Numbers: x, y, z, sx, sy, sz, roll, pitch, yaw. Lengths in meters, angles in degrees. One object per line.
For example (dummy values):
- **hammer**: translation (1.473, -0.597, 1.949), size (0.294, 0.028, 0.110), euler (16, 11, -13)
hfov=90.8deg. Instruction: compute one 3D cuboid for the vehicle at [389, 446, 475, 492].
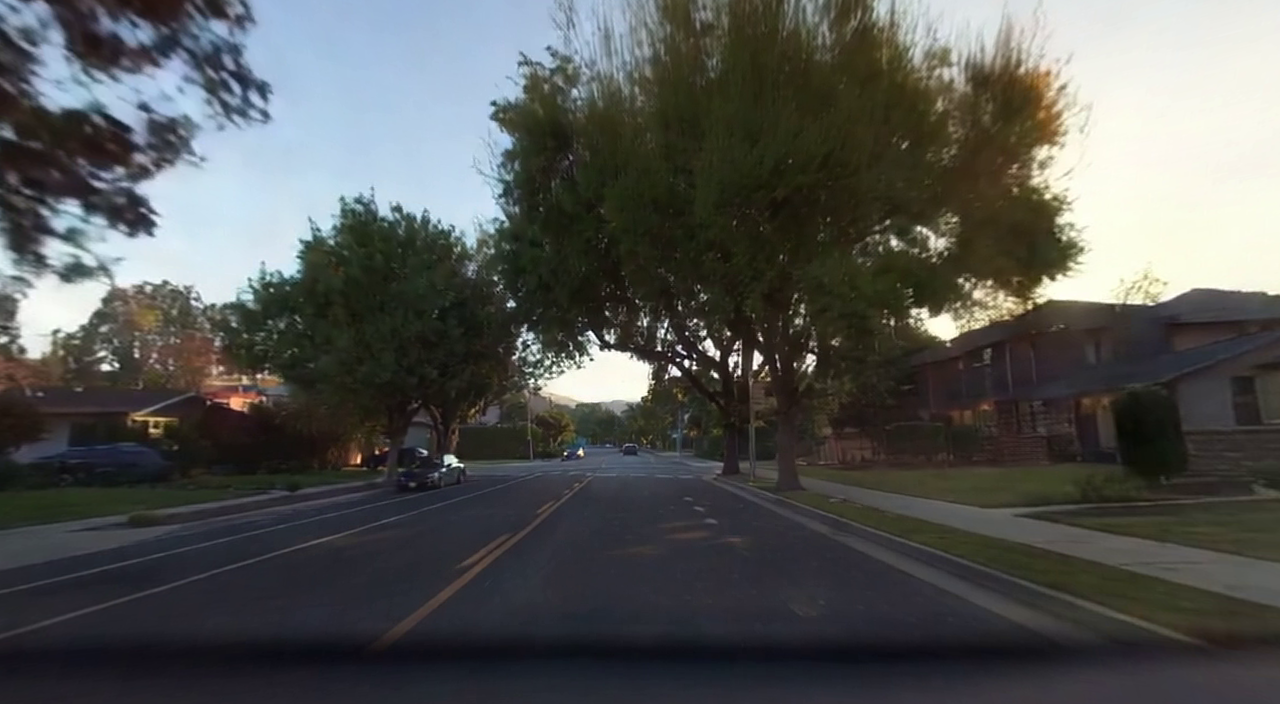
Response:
- **vehicle**: translation (-7.911, 4.470, 24.447), size (1.880, 1.469, 4.221), euler (-4, -9, 0)
